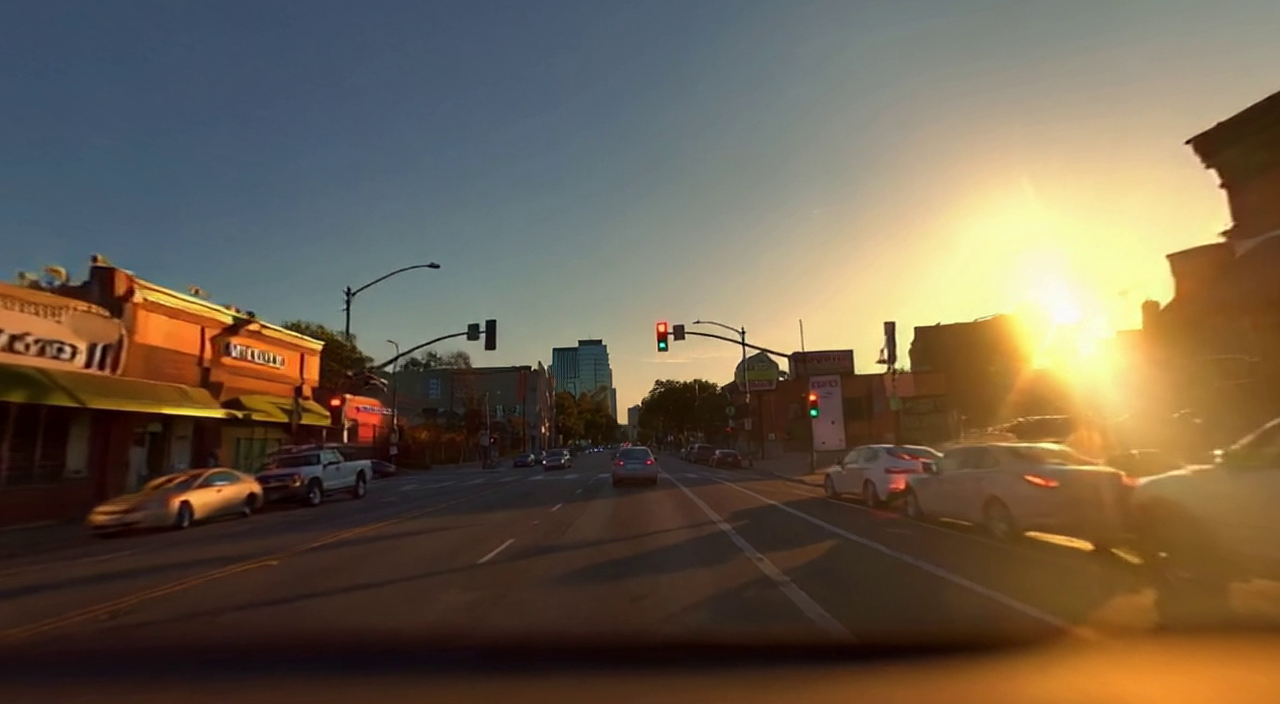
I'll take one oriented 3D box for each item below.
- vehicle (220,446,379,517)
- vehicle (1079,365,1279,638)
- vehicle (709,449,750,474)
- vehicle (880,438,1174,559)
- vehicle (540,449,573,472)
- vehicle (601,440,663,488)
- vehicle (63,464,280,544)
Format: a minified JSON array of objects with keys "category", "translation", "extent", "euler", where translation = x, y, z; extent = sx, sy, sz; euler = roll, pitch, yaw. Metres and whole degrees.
[{"category":"vehicle","translation":[-11.327,4.295,21.735],"extent":[2.240,2.052,5.872],"euler":[0,-8,0]},{"category":"vehicle","translation":[5.778,1.021,4.156],"extent":[2.201,1.972,4.845],"euler":[0,-9,-1]},{"category":"vehicle","translation":[5.713,7.023,40.886],"extent":[1.859,1.470,4.476],"euler":[0,-8,-1]},{"category":"vehicle","translation":[5.714,2.173,10.173],"extent":[1.891,1.489,4.344],"euler":[0,-9,-2]},{"category":"vehicle","translation":[-6.437,8.356,48.877],"extent":[1.918,1.679,4.209],"euler":[0,-9,1]},{"category":"vehicle","translation":[-0.275,4.098,23.416],"extent":[2.086,1.575,4.205],"euler":[0,-8,0]},{"category":"vehicle","translation":[-11.075,3.566,15.484],"extent":[1.868,1.502,4.626],"euler":[0,-8,-2]}]
